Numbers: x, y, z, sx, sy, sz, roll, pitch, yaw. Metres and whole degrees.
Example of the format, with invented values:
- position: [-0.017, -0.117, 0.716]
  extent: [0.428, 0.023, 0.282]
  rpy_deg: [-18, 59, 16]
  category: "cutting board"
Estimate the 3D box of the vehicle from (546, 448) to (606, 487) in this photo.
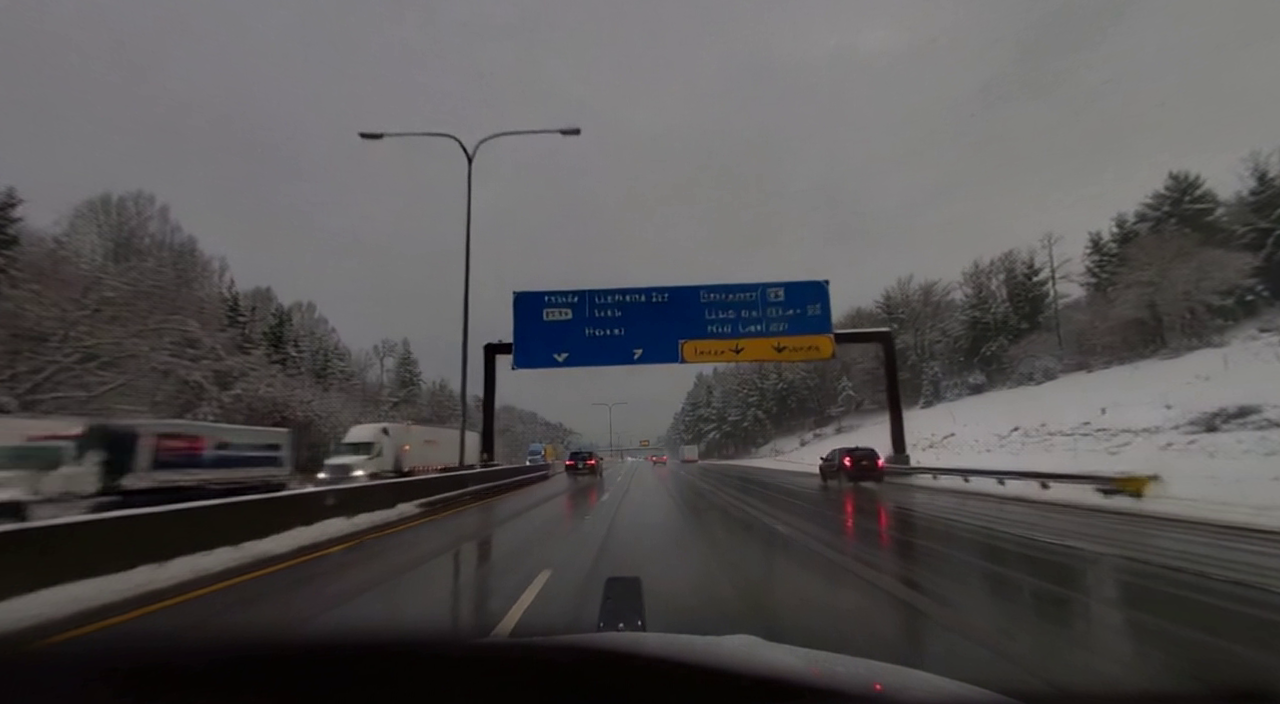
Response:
- position: [-2.741, 5.104, 28.157]
  extent: [2.191, 1.563, 4.318]
  rpy_deg: [0, -9, 0]
  category: "vehicle"

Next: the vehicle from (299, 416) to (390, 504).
- position: [-15.274, 5.578, 32.869]
  extent: [2.923, 4.280, 3.390]
  rpy_deg: [0, -9, 0]
  category: "vehicle"

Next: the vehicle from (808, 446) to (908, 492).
- position: [7.701, 4.162, 22.808]
  extent: [1.943, 1.493, 4.507]
  rpy_deg: [0, -9, -1]
  category: "vehicle"

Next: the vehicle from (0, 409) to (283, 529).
- position: [-18.831, 4.494, 25.180]
  extent: [2.761, 3.716, 10.785]
  rpy_deg: [0, -9, 0]
  category: "vehicle"

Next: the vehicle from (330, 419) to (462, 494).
- position: [-15.200, 6.765, 41.192]
  extent: [2.975, 4.006, 13.924]
  rpy_deg: [0, -9, 0]
  category: "vehicle"

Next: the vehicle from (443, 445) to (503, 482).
- position: [-11.296, 7.586, 43.298]
  extent: [2.334, 2.350, 6.510]
  rpy_deg: [0, -9, 0]
  category: "vehicle"
